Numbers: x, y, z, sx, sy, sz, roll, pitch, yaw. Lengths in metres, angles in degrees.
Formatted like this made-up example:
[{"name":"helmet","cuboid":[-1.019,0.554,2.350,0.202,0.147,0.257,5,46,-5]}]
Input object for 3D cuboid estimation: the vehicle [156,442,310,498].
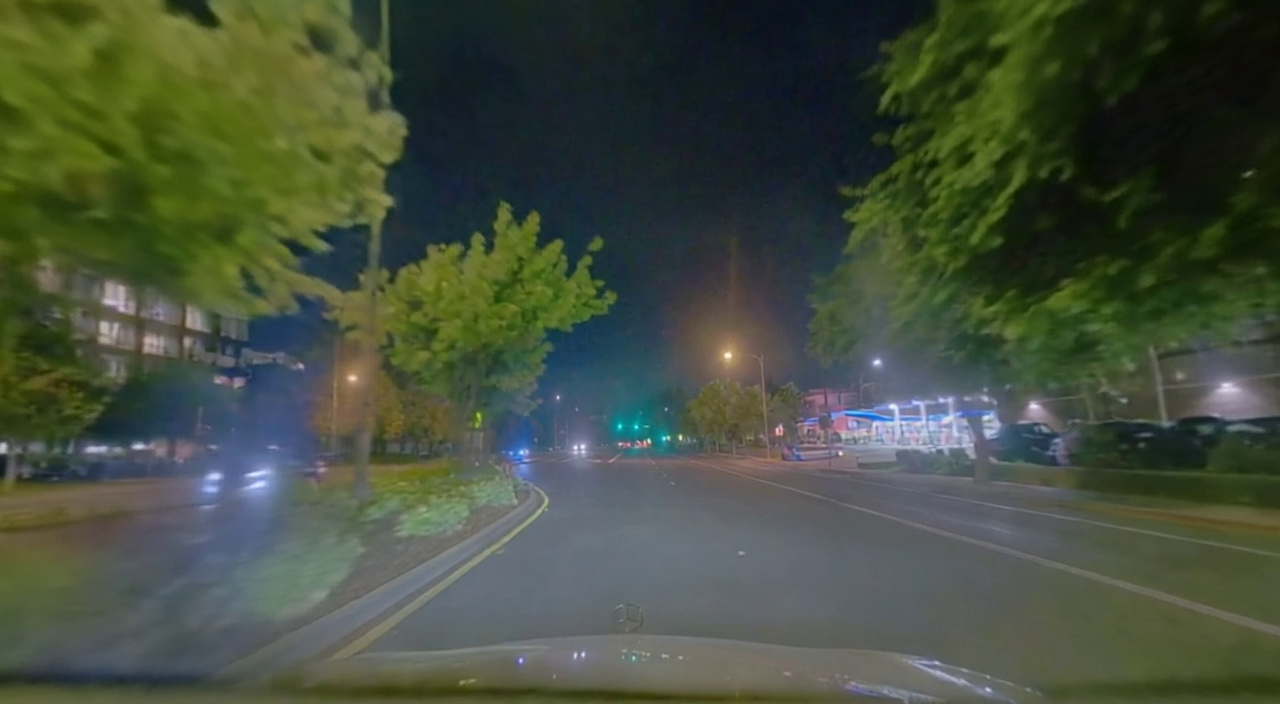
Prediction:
[{"name":"vehicle","cuboid":[-12.129,3.498,19.244,1.819,1.466,4.283,0,-8,0]}]
